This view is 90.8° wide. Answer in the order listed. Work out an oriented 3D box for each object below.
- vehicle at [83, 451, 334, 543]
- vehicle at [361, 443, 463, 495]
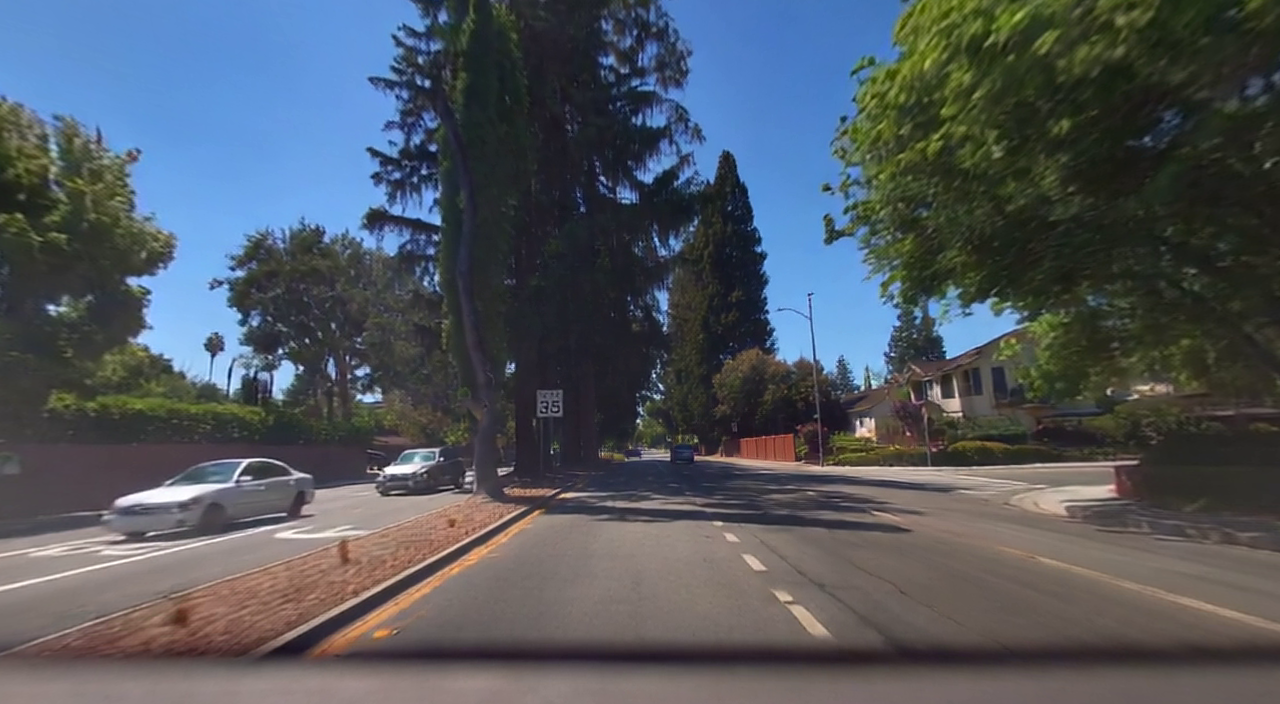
[{"bbox_3d":[-8.375,2.800,12.927,1.939,1.469,4.465,0,-8,1],"label":"vehicle"},{"bbox_3d":[-8.390,4.305,23.739,2.054,1.746,4.507,0,-8,1],"label":"vehicle"}]
